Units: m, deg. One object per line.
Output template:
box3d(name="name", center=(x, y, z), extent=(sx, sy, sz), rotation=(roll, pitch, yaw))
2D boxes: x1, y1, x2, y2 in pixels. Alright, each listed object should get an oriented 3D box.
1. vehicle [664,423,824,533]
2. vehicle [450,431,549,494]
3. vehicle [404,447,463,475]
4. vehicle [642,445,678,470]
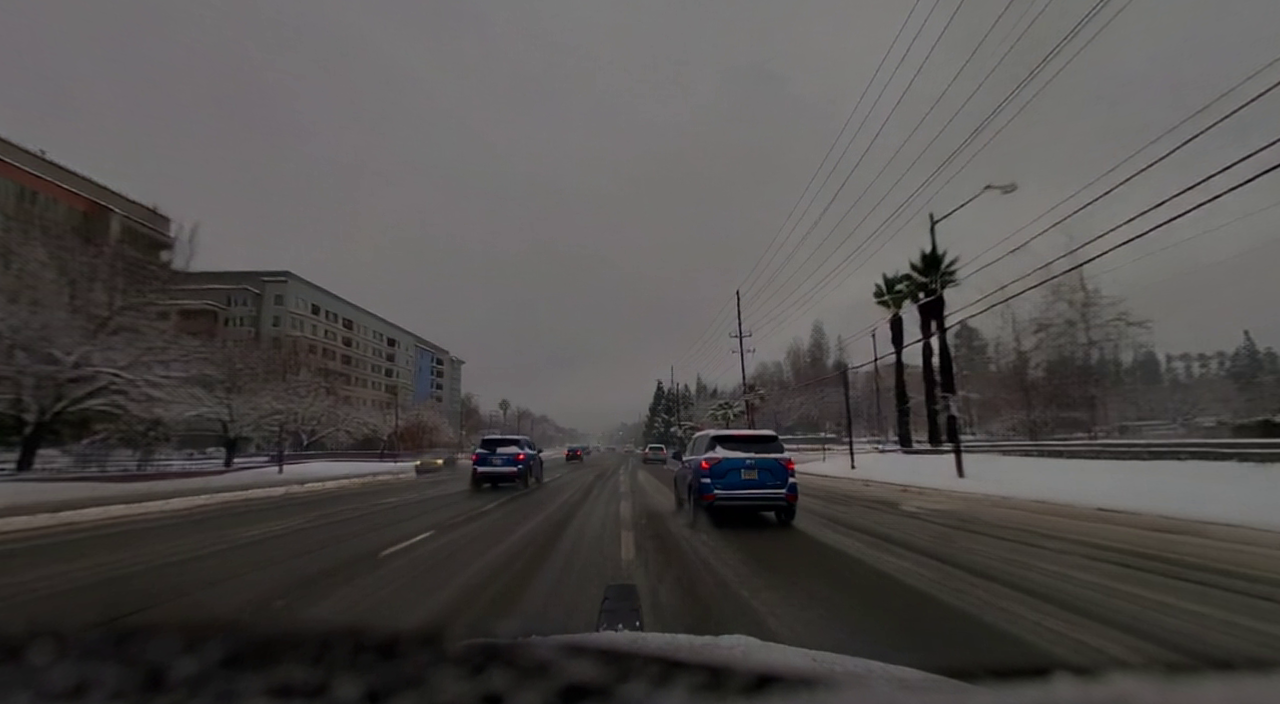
box3d(name="vehicle", center=(1.730, 2.313, 12.134), extent=(2.198, 1.706, 4.166), rotation=(0, -9, -3))
box3d(name="vehicle", center=(-4.444, 3.598, 20.794), extent=(2.169, 1.796, 4.821), rotation=(0, -9, 0))
box3d(name="vehicle", center=(-12.608, 6.664, 38.854), extent=(1.996, 1.569, 5.041), rotation=(0, -9, -1))
box3d(name="vehicle", center=(1.211, 6.741, 40.307), extent=(1.981, 1.472, 3.923), rotation=(0, -9, -3))
